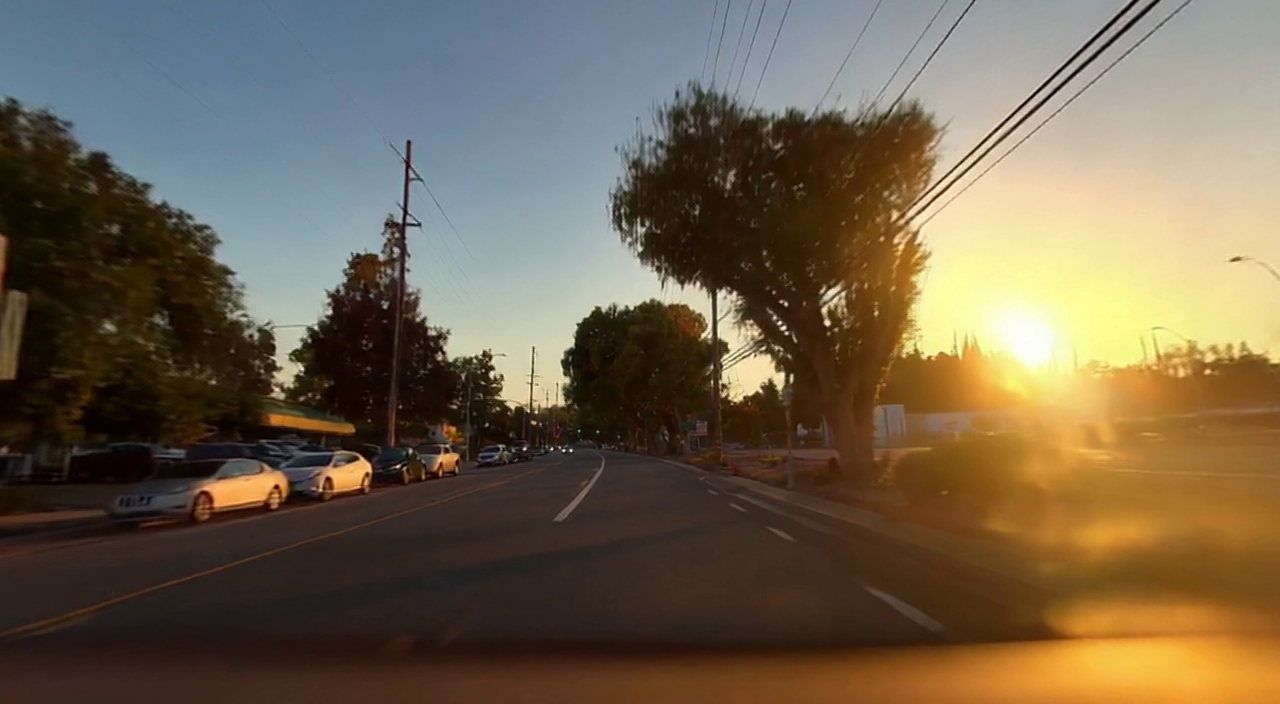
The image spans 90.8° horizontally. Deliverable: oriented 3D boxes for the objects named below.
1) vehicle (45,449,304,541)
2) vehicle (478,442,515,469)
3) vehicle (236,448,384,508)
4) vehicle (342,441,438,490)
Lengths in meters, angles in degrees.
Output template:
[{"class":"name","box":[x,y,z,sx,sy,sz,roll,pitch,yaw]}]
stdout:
[{"class":"vehicle","box":[-8.957,2.729,12.832,1.939,1.480,4.632,1,-9,-4]},{"class":"vehicle","box":[-10.604,7.697,47.145,2.016,1.872,5.297,1,-9,-6]},{"class":"vehicle","box":[-9.216,3.520,18.204,1.878,1.471,4.698,0,-9,-2]},{"class":"vehicle","box":[-9.539,4.351,24.545,2.027,1.719,4.575,0,-9,-3]}]
